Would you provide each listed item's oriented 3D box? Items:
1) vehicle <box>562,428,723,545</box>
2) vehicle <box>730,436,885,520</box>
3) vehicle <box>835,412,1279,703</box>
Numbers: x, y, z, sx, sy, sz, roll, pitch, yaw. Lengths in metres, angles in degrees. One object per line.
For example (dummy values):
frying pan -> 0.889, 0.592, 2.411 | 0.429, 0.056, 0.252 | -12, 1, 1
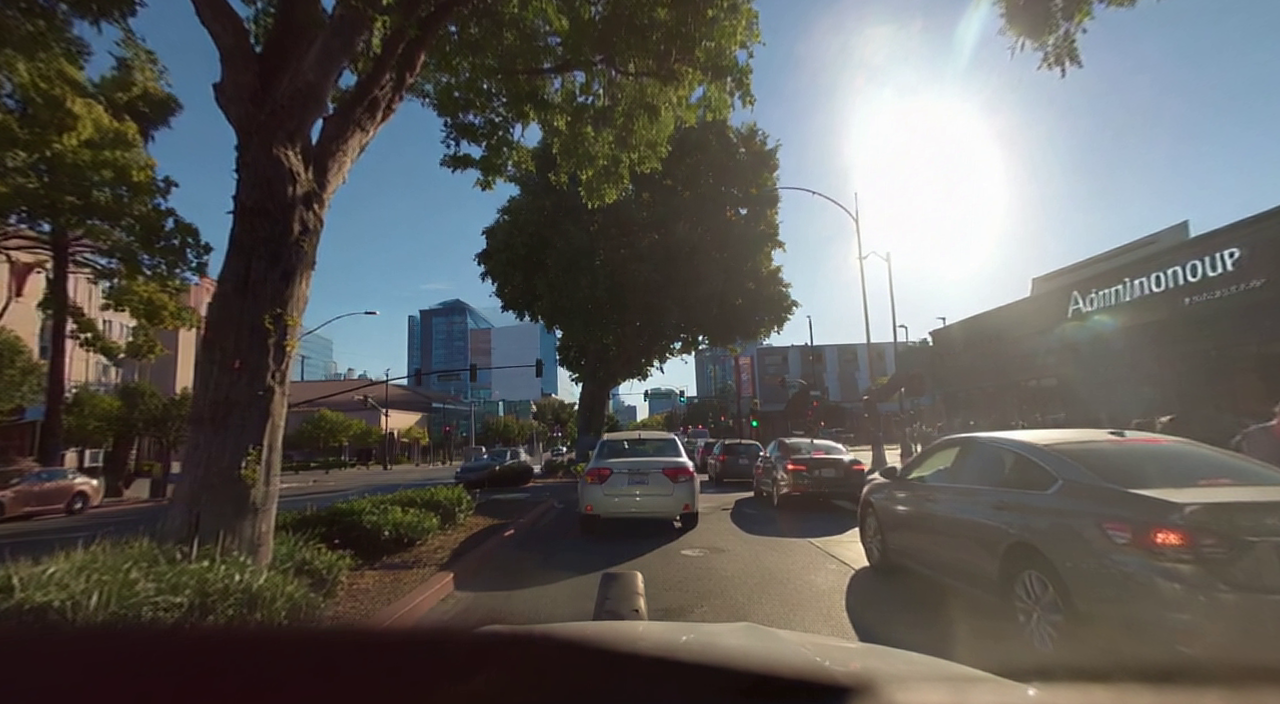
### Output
vehicle -> 0.009, 2.081, 10.410 | 2.118, 1.512, 4.013 | 0, -9, -1
vehicle -> 3.340, 2.606, 13.643 | 1.996, 1.469, 4.495 | 0, -9, -1
vehicle -> 3.239, 1.325, 4.963 | 1.912, 1.454, 4.537 | 0, -9, -1
